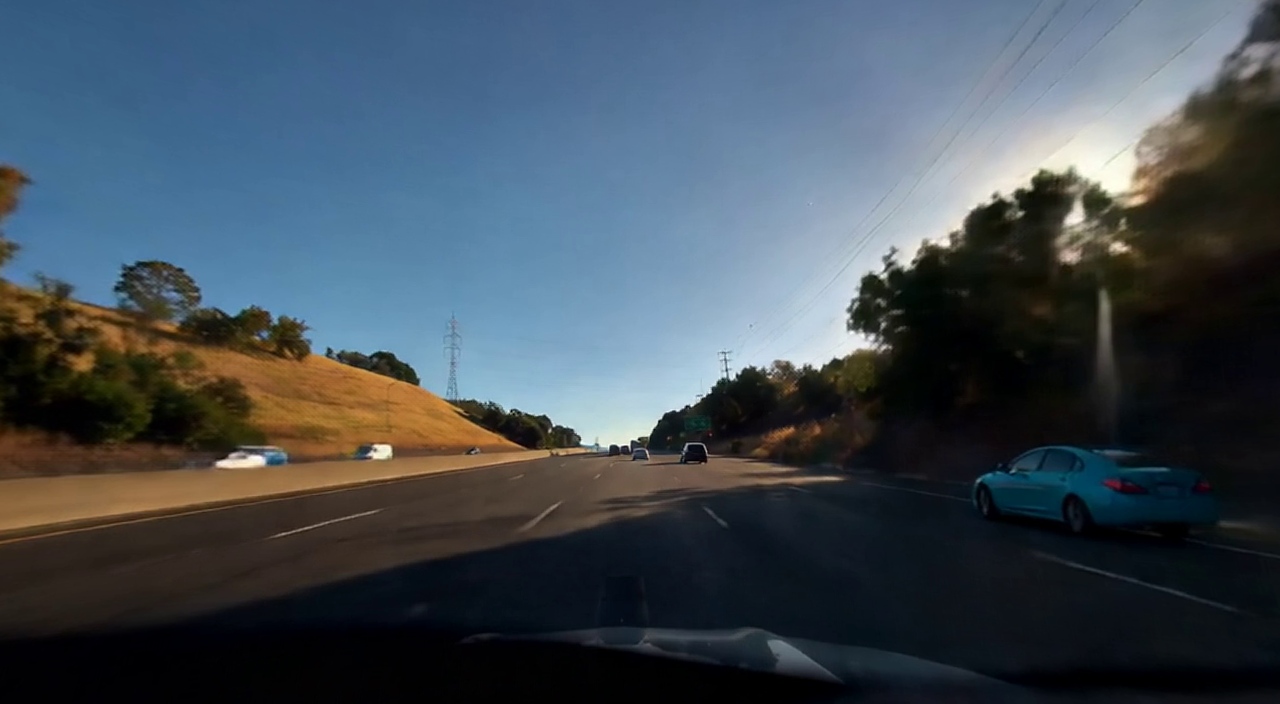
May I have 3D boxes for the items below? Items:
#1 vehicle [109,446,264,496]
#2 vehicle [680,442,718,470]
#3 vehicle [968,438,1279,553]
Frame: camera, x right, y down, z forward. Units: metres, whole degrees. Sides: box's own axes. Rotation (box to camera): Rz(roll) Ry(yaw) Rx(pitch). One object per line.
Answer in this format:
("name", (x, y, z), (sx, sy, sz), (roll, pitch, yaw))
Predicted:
("vehicle", (-16.046, 4.191, 22.682), (1.905, 1.556, 4.773), (0, -9, 2))
("vehicle", (3.984, 7.099, 43.346), (2.159, 1.782, 4.673), (1, -8, 0))
("vehicle", (8.086, 2.347, 11.160), (1.970, 1.545, 4.818), (0, -8, 0))
